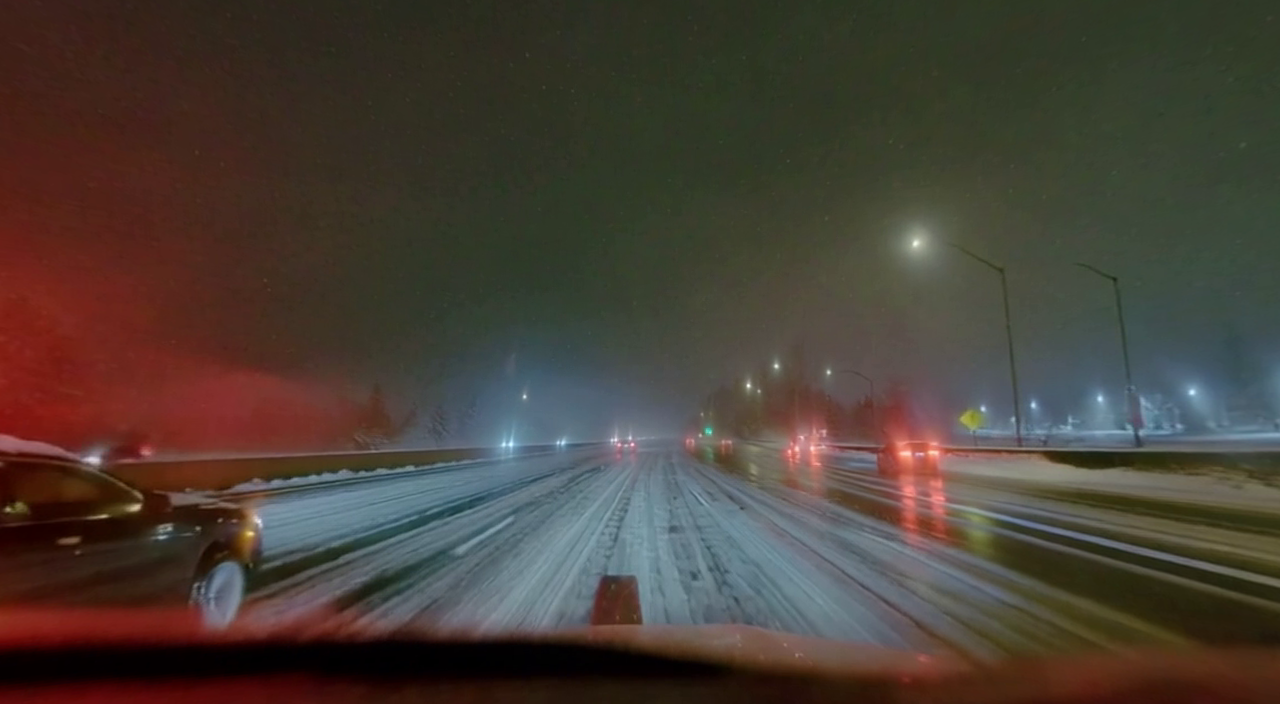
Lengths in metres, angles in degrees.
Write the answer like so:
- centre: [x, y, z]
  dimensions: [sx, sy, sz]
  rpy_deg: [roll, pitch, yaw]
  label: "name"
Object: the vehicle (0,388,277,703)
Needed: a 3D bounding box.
- centre: [-3.760, 0.862, 2.201]
  dimensions: [1.984, 1.553, 5.065]
  rpy_deg: [0, -9, 0]
  label: "vehicle"
